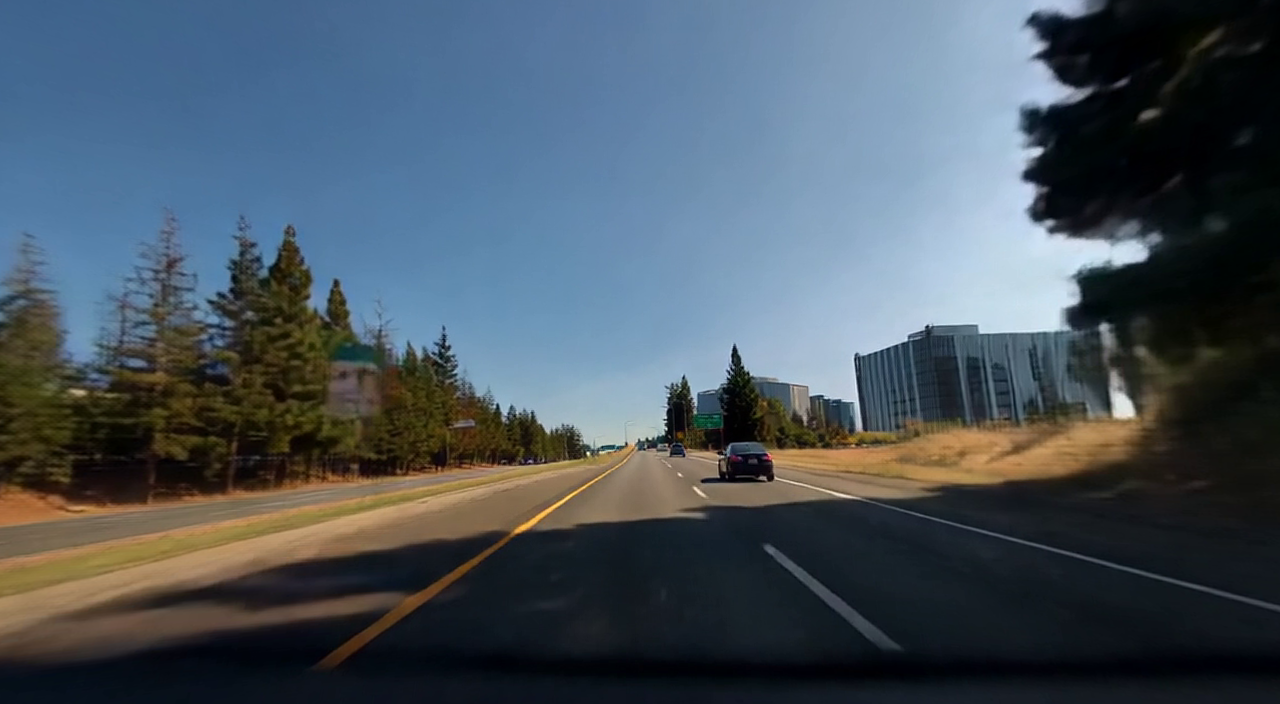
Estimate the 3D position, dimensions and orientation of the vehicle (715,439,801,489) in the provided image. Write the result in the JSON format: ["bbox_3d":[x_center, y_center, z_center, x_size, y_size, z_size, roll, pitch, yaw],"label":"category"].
[{"bbox_3d":[3.964,3.838,21.997,2.042,1.518,4.477,0,-8,-1],"label":"vehicle"}]
